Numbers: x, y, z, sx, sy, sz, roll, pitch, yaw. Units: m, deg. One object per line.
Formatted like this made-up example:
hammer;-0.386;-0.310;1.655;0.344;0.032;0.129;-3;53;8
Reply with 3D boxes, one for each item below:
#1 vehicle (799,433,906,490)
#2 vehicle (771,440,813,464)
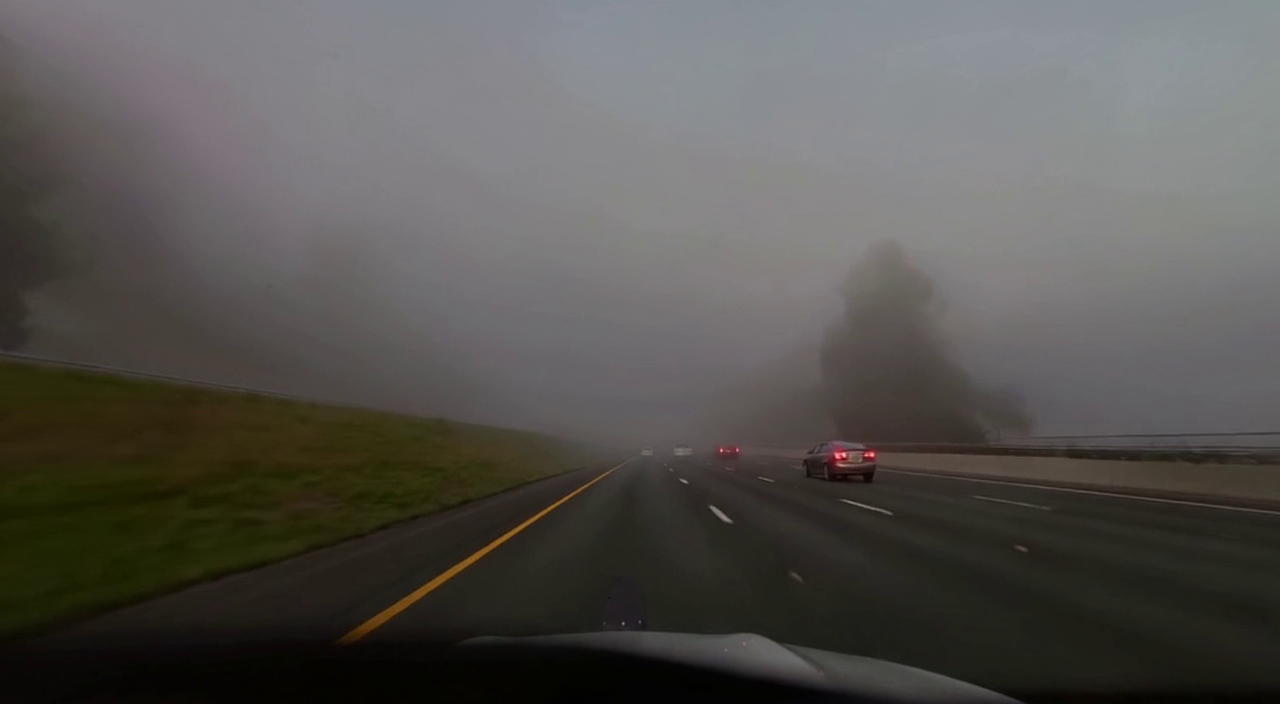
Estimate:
vehicle;7.113;3.705;21.621;2.048;1.697;4.689;0;-8;0
vehicle;11.054;7.277;45.958;1.986;1.644;4.126;0;-8;0
